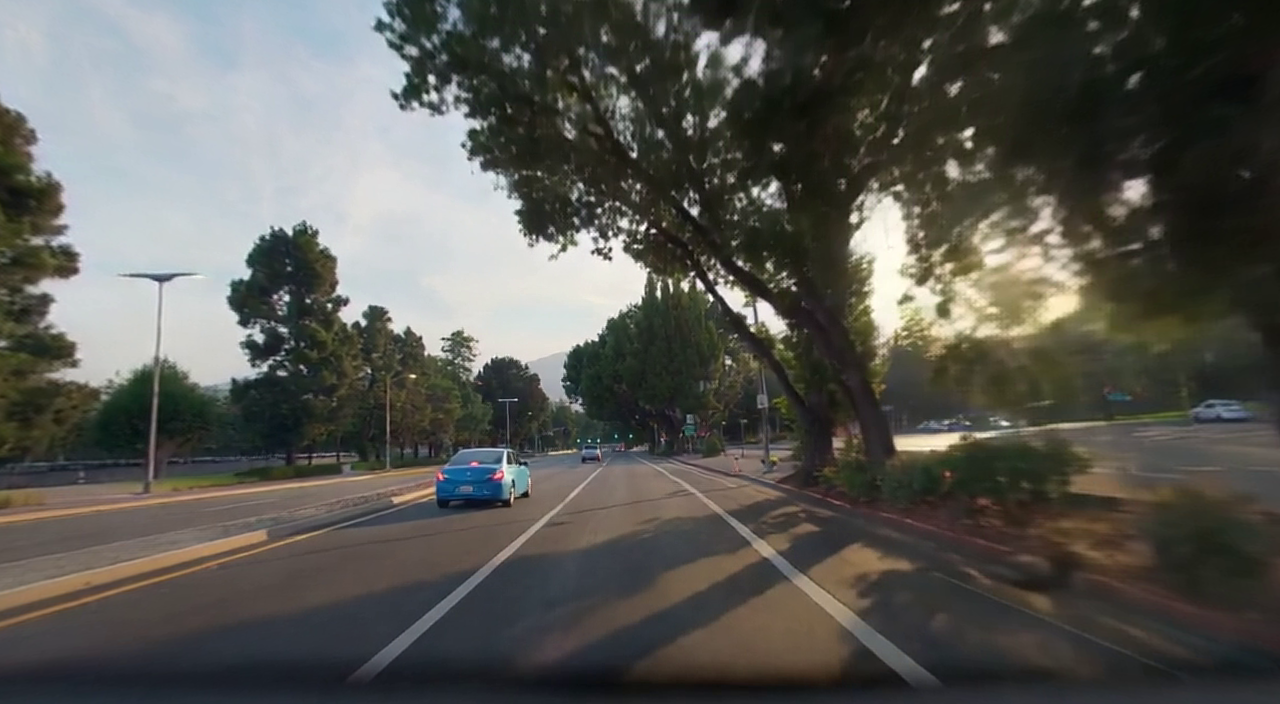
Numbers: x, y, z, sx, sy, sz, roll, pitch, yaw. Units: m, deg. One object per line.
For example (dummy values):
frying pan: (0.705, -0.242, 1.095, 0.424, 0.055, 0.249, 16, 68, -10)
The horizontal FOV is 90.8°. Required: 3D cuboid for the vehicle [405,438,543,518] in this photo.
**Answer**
vehicle: (-3.409, 2.664, 13.886, 1.964, 1.472, 4.078, 0, -9, -1)
